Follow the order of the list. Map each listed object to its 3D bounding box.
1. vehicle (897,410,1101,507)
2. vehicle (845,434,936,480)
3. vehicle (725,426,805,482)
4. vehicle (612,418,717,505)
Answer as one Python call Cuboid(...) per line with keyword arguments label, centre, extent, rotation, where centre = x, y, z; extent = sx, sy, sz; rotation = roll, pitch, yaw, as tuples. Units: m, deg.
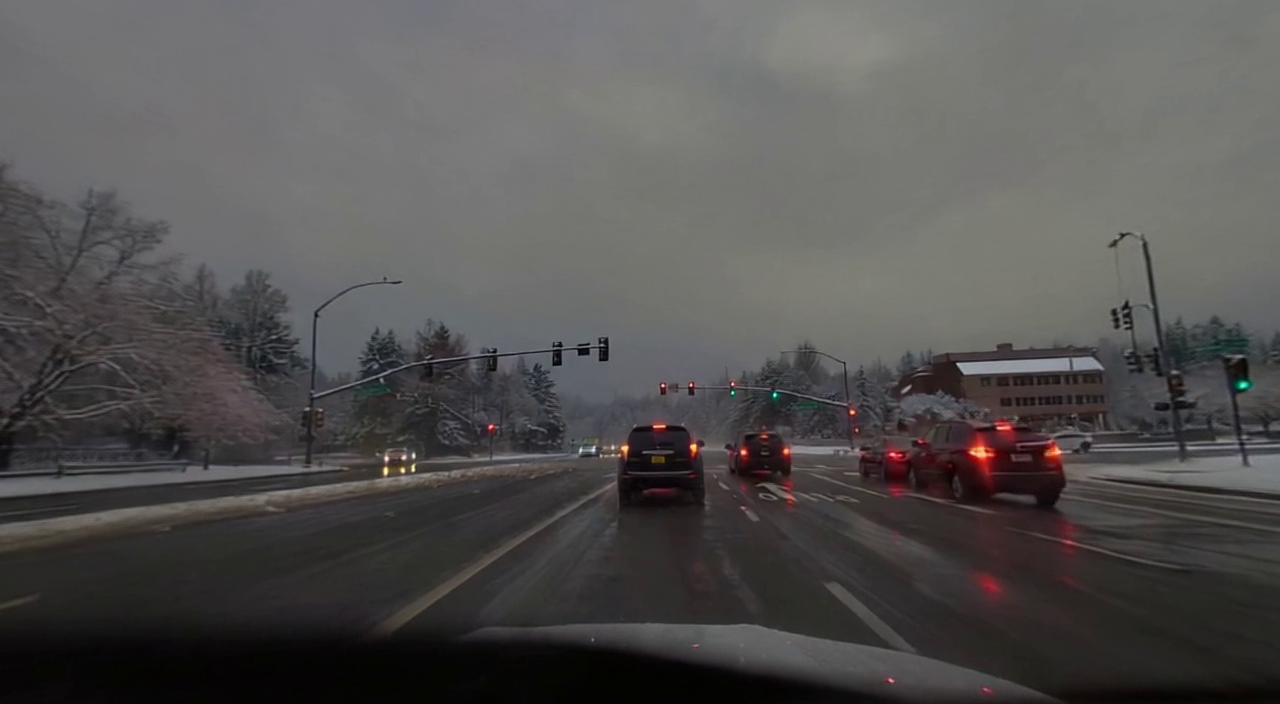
Cuboid(label="vehicle", centre=(7.643, 2.333, 14.109), extent=(2.074, 1.791, 4.393), rotation=(-1, -9, 2))
Cuboid(label="vehicle", centre=(8.821, 3.724, 22.674), extent=(1.862, 1.471, 4.297), rotation=(-1, -9, 5))
Cuboid(label="vehicle", centre=(4.343, 3.644, 22.711), extent=(2.188, 1.774, 4.646), rotation=(-1, -9, 4))
Cuboid(label="vehicle", centre=(0.621, 2.630, 15.464), extent=(2.211, 1.795, 4.179), rotation=(-1, -9, 3))
